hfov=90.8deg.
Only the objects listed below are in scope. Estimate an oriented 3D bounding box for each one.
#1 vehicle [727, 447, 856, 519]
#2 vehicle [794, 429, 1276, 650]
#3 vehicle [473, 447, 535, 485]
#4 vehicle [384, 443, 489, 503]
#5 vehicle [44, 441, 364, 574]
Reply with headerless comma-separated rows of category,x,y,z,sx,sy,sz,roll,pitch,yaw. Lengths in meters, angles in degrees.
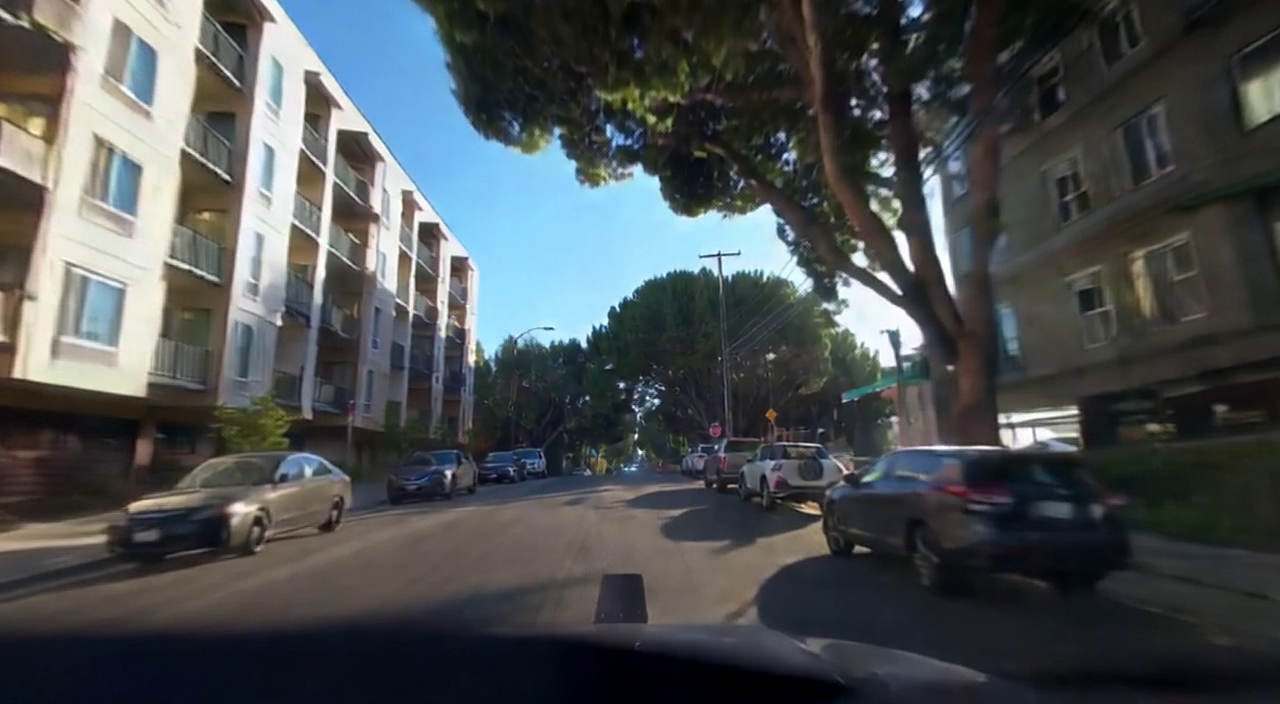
vehicle,3.506,3.100,15.619,1.925,1.489,4.655,0,-9,-2
vehicle,3.372,1.677,6.953,1.948,1.502,5.013,0,-9,-2
vehicle,-6.477,5.461,30.574,2.069,1.647,4.359,-1,-9,0
vehicle,-6.456,3.861,20.600,1.947,1.707,4.352,0,-9,0
vehicle,-6.456,2.291,10.197,2.100,1.640,4.341,0,-9,-1
